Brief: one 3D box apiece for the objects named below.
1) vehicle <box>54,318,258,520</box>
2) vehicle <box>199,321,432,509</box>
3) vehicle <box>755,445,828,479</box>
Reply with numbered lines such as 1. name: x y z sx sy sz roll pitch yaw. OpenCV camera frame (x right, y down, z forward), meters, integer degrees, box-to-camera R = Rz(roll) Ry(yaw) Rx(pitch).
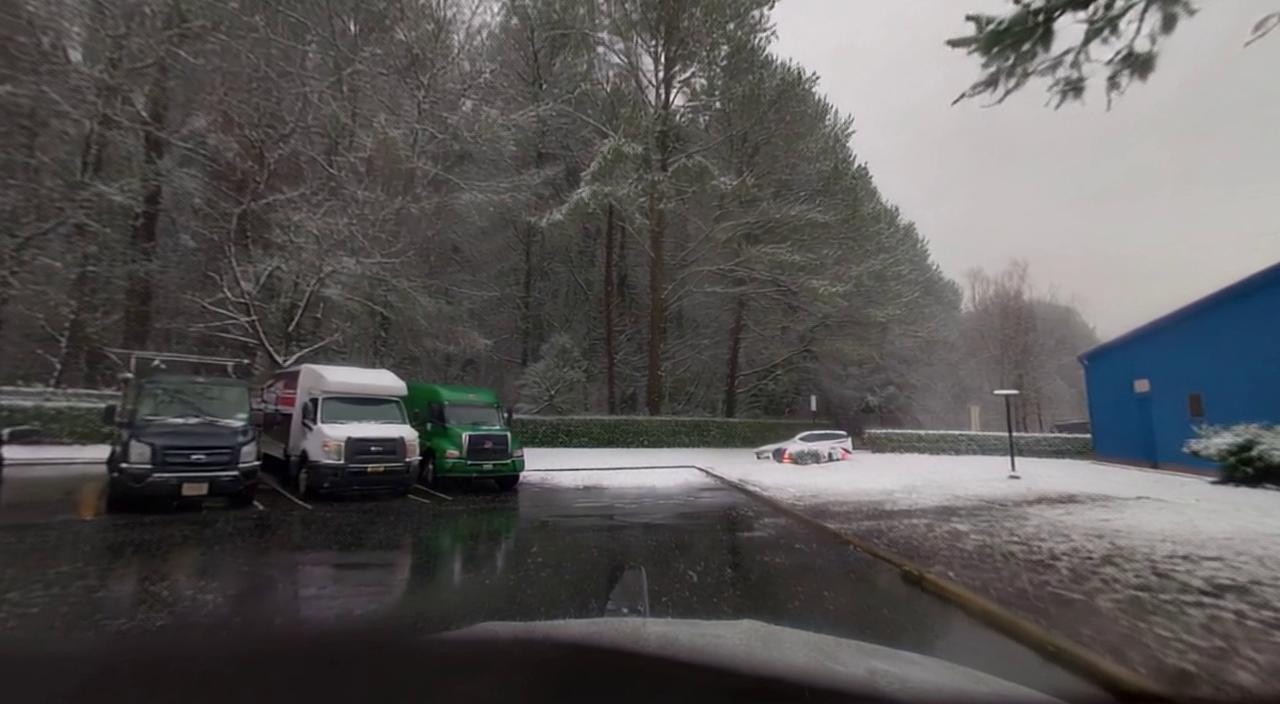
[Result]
1. vehicle: -13.678 2.083 17.329 3.038 3.871 11.512 7 -12 -41
2. vehicle: -10.345 2.171 18.984 2.948 4.069 11.906 8 -12 -42
3. vehicle: 7.312 5.237 30.264 1.809 1.506 3.473 -9 -12 44
